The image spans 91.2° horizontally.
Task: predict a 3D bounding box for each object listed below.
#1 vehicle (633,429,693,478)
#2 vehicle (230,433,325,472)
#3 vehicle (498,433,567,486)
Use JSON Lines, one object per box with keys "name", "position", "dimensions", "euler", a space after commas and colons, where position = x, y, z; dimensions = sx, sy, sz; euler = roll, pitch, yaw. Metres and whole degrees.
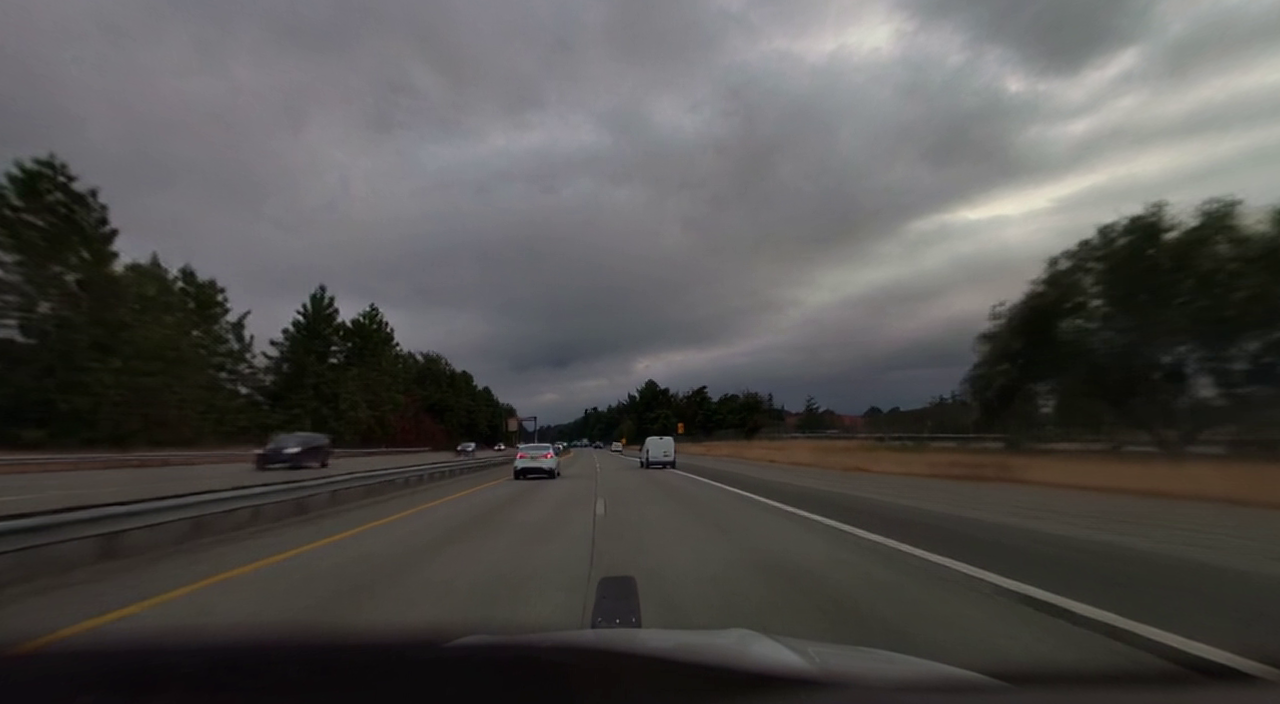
{"name": "vehicle", "position": [0.903, 4.491, 27.822], "dimensions": [2.179, 1.930, 4.538], "euler": [0, -9, -4]}
{"name": "vehicle", "position": [-17.102, 4.769, 29.841], "dimensions": [2.031, 1.718, 4.506], "euler": [0, -9, -4]}
{"name": "vehicle", "position": [-3.769, 3.865, 22.689], "dimensions": [1.963, 1.711, 4.284], "euler": [0, -9, -3]}
